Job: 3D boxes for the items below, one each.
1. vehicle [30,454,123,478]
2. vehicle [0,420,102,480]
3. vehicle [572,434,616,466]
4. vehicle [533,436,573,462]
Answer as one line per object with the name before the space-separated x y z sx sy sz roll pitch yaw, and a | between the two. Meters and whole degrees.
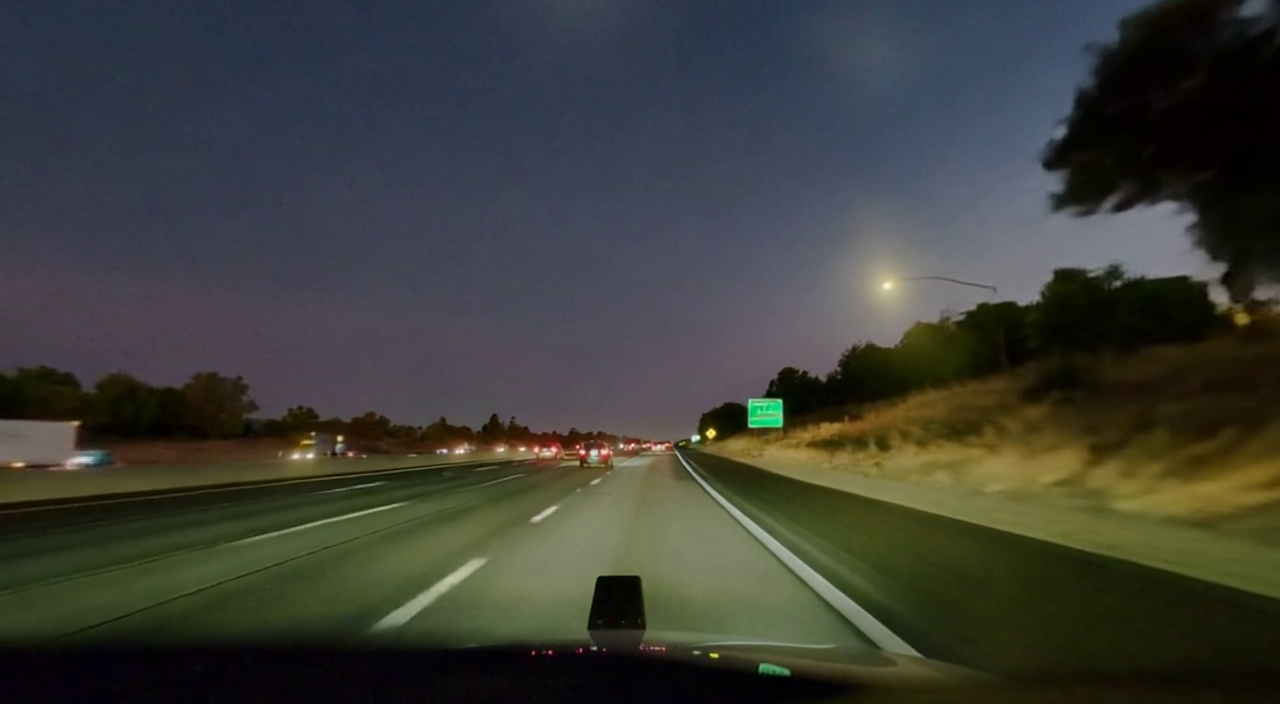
vehicle | -40.736 8.207 45.585 1.827 1.564 5.291 0 -9 0
vehicle | -45.147 6.528 41.978 2.976 4.033 16.859 0 -9 2
vehicle | -2.643 5.772 37.014 2.194 1.766 3.720 0 -9 2
vehicle | -6.194 6.999 45.341 2.078 1.729 4.722 0 -9 2
